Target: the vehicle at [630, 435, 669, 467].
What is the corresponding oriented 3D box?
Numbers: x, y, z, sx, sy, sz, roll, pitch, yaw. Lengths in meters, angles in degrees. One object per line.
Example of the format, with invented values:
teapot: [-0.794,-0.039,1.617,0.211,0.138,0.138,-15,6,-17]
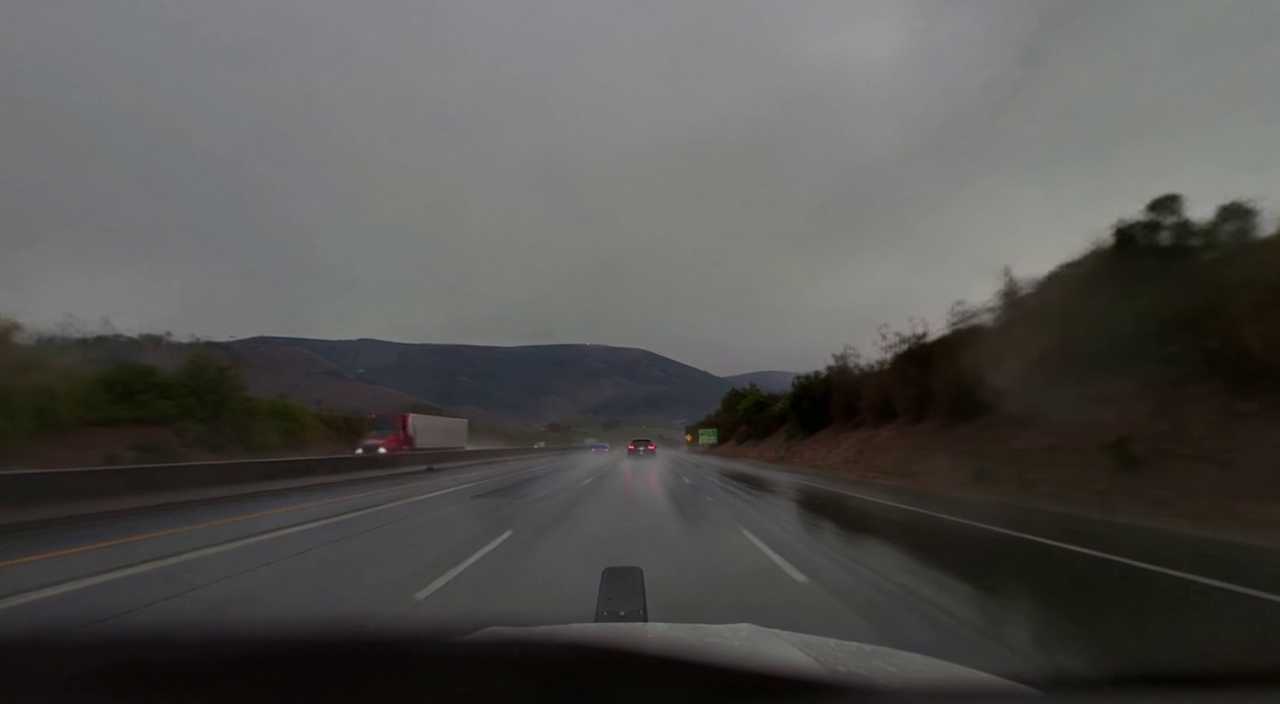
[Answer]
vehicle: [0.534,6.150,39.251,2.272,1.836,4.866,0,-8,0]
